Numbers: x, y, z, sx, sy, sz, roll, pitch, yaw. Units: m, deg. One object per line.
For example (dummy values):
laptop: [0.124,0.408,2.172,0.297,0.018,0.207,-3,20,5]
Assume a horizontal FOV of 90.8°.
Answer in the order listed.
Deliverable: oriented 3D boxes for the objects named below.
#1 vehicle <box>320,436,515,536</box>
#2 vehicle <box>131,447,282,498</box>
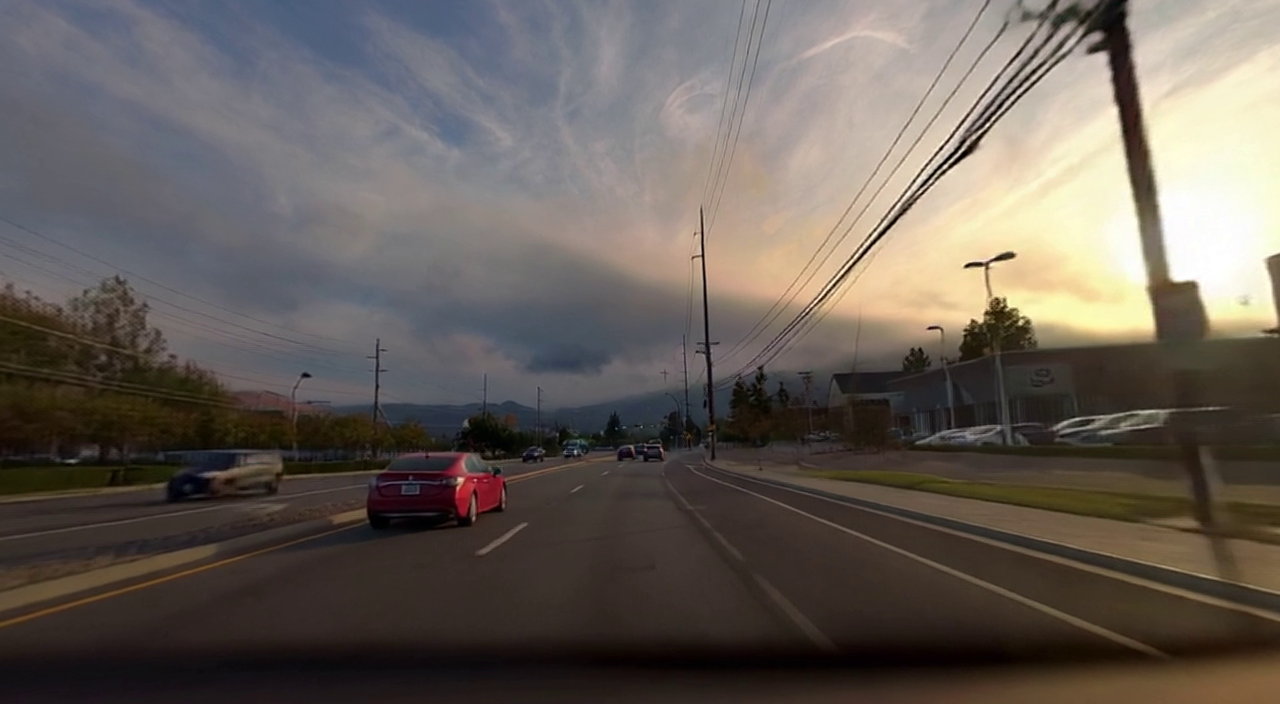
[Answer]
vehicle: [-3.861,2.394,12.010,1.928,1.488,4.635,0,-9,1]
vehicle: [-15.898,4.408,23.542,2.332,1.678,4.431,0,-9,3]
